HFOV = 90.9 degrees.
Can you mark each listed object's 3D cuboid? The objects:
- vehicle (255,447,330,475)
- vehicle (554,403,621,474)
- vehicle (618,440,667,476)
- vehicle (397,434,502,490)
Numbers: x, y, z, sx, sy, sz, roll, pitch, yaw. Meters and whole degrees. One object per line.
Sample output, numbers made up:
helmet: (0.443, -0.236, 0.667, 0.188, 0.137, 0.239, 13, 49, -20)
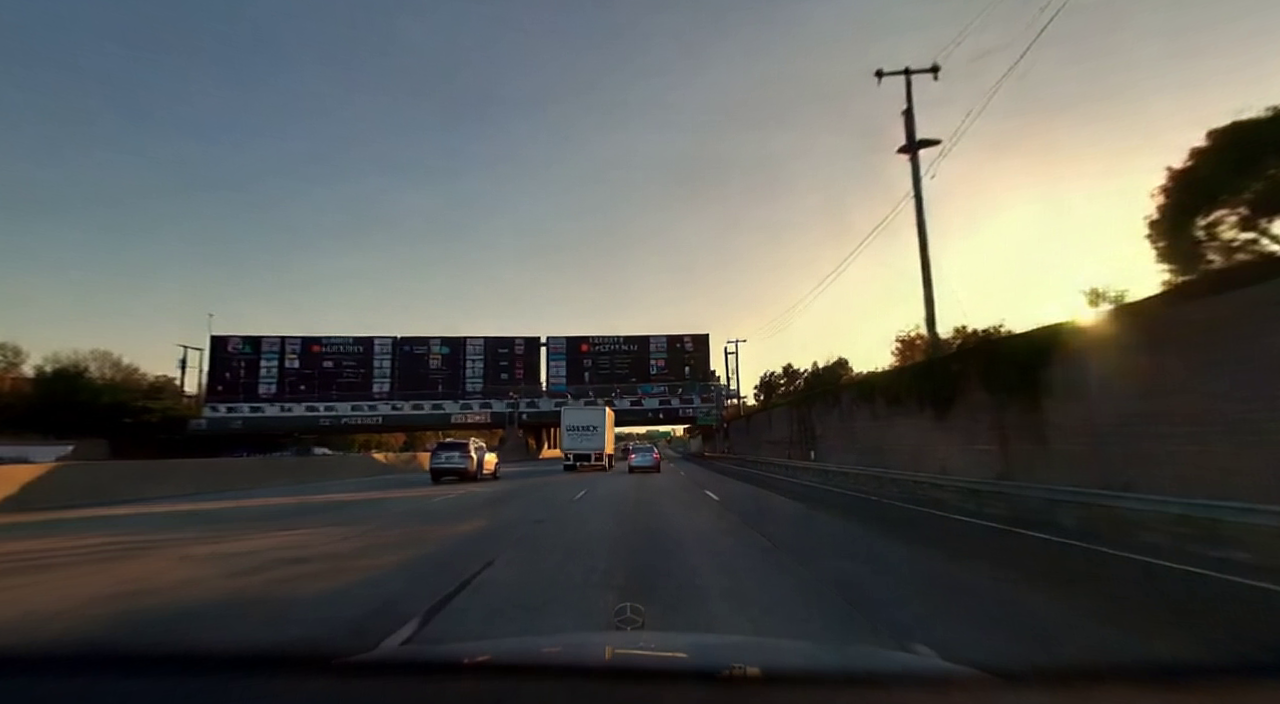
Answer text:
vehicle: (-18.956, 5.955, 34.560, 1.874, 1.427, 3.839, 0, -9, 1)
vehicle: (-2.739, 4.948, 35.627, 2.794, 3.460, 8.595, 0, -9, 2)
vehicle: (0.147, 5.039, 30.196, 2.168, 1.597, 3.615, 0, -9, 1)
vehicle: (-6.372, 3.740, 21.721, 2.124, 1.674, 4.541, 0, -9, 1)
